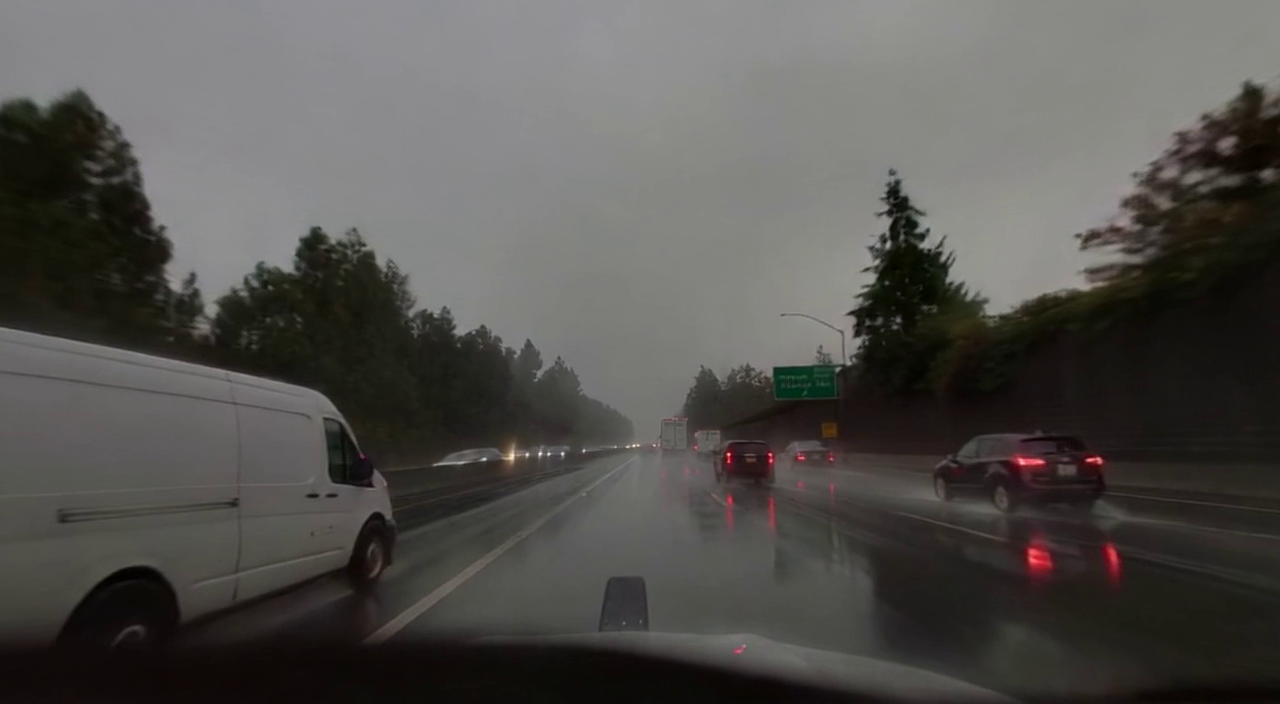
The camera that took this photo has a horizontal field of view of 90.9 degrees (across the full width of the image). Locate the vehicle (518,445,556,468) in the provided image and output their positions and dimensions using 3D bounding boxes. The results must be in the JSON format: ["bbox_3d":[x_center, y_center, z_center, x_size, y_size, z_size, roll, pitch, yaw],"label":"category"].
[{"bbox_3d":[-7.662,7.805,47.368,2.012,1.669,4.599,0,-8,2],"label":"vehicle"}]

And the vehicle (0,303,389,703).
[{"bbox_3d":[-3.722,0.926,3.710,2.159,1.922,5.345,0,-8,1],"label":"vehicle"}]

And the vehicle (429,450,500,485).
[{"bbox_3d":[-8.024,5.294,29.248,1.911,1.440,4.514,0,-8,1],"label":"vehicle"}]

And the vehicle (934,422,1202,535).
[{"bbox_3d":[7.507,2.235,11.757,1.976,1.703,4.288,0,-8,0],"label":"vehicle"}]

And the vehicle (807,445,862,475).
[{"bbox_3d":[10.174,5.655,33.281,1.827,1.493,3.919,0,-8,3],"label":"vehicle"}]

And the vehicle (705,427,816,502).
[{"bbox_3d":[3.295,3.187,18.308,2.209,1.862,4.717,0,-8,-1],"label":"vehicle"}]
